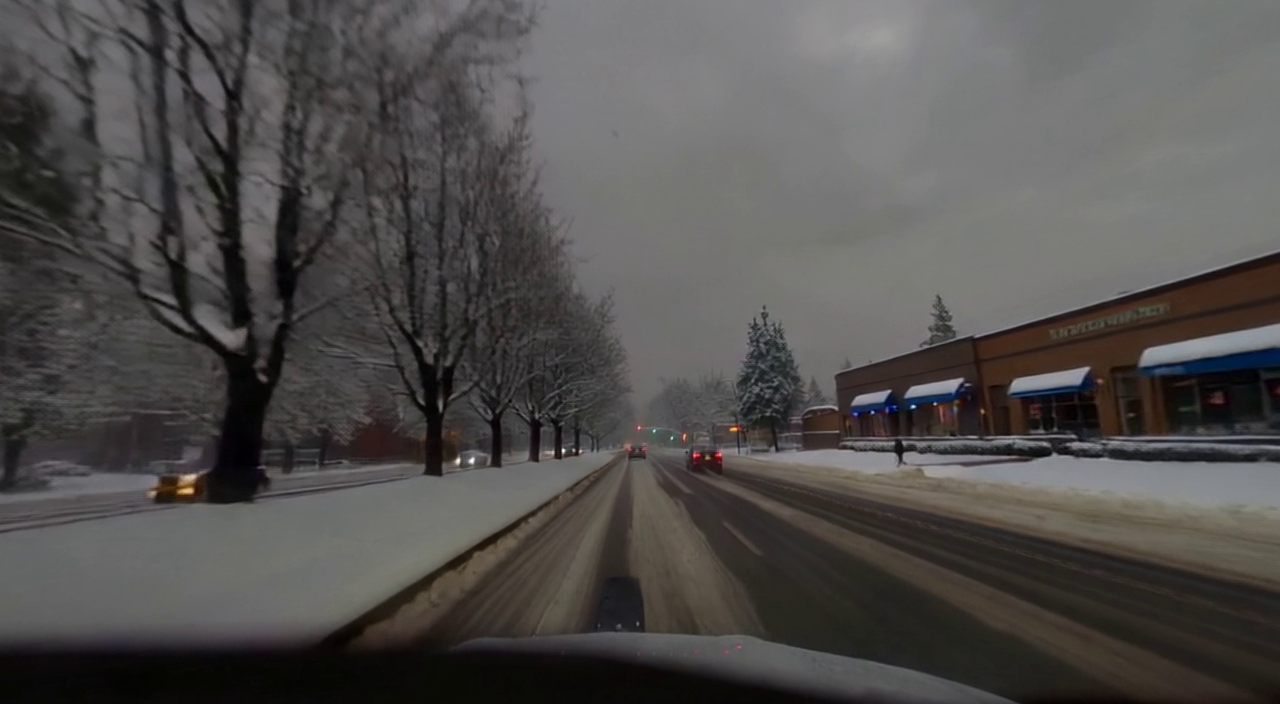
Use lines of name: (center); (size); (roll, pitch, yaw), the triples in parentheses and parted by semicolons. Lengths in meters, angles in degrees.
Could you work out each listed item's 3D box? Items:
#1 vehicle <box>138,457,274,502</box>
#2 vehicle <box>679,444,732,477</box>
vehicle: (-16.335, 4.786, 24.134); (1.944, 1.482, 4.504); (0, -9, 0)
vehicle: (3.086, 5.203, 30.622); (1.983, 1.482, 4.463); (0, -9, -1)
